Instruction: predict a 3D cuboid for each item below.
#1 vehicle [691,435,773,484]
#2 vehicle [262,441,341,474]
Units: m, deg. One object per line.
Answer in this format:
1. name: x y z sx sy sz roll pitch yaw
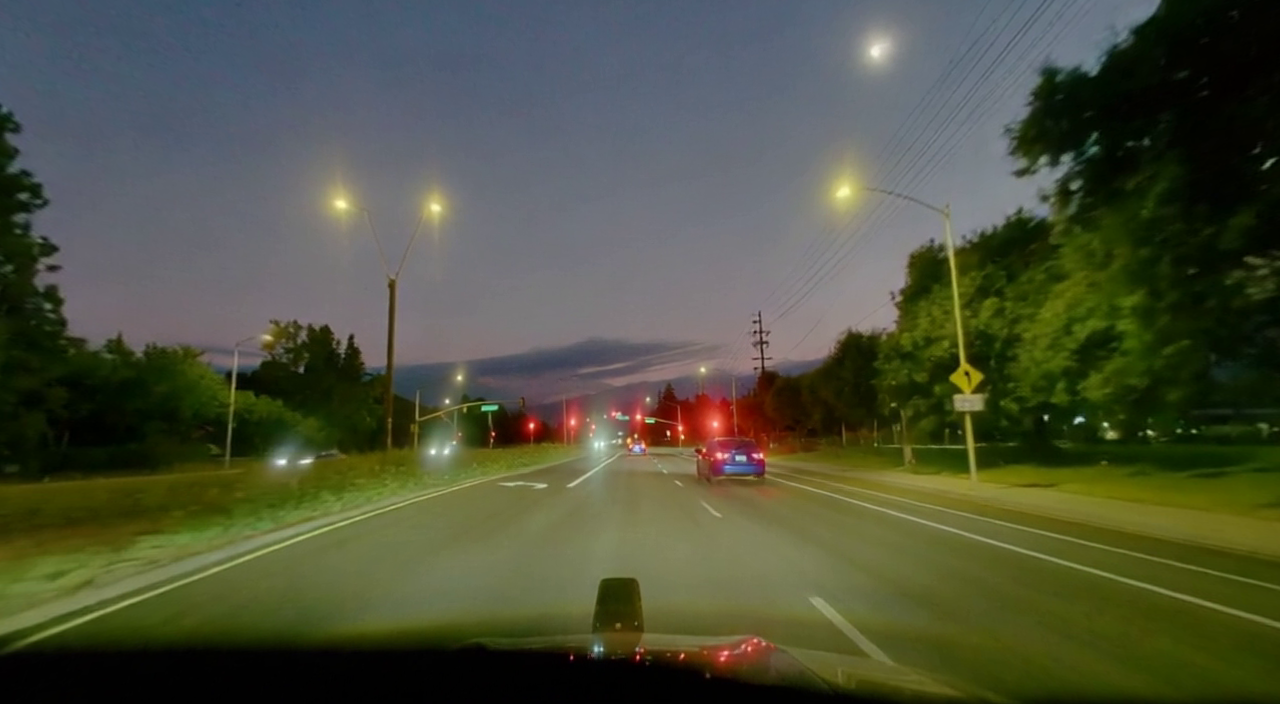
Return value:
1. vehicle: 2.964 3.562 21.345 2.004 1.448 4.263 0 -8 -2
2. vehicle: -20.097 6.236 37.785 1.969 1.818 4.889 0 -8 1
